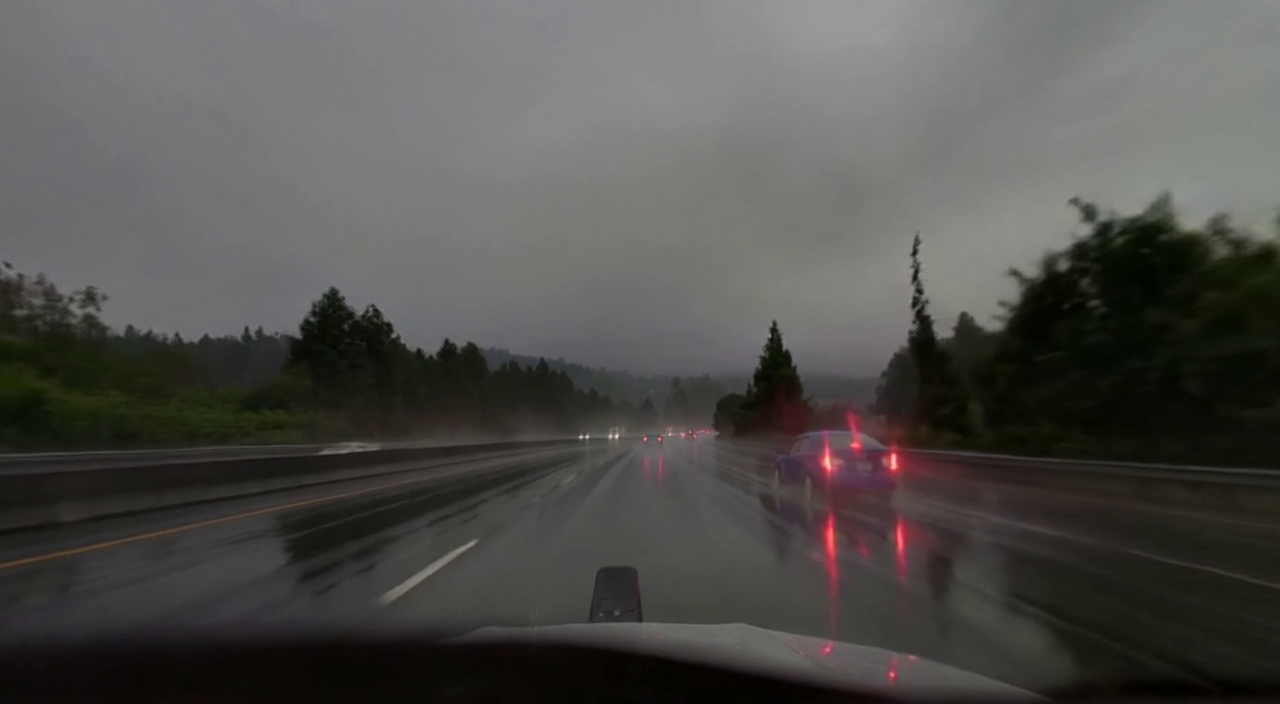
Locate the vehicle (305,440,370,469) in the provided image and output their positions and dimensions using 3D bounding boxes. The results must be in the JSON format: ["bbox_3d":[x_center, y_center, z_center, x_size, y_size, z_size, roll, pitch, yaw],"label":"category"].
[{"bbox_3d":[-16.312,5.517,34.078,1.643,1.413,3.777,0,-8,0],"label":"vehicle"}]

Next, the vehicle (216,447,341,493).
[{"bbox_3d":[-12.385,4.022,21.850,2.066,1.396,3.813,0,-8,0],"label":"vehicle"}]

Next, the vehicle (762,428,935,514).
[{"bbox_3d":[3.990,2.323,12.951,1.982,1.452,4.294,0,-8,-2],"label":"vehicle"}]
